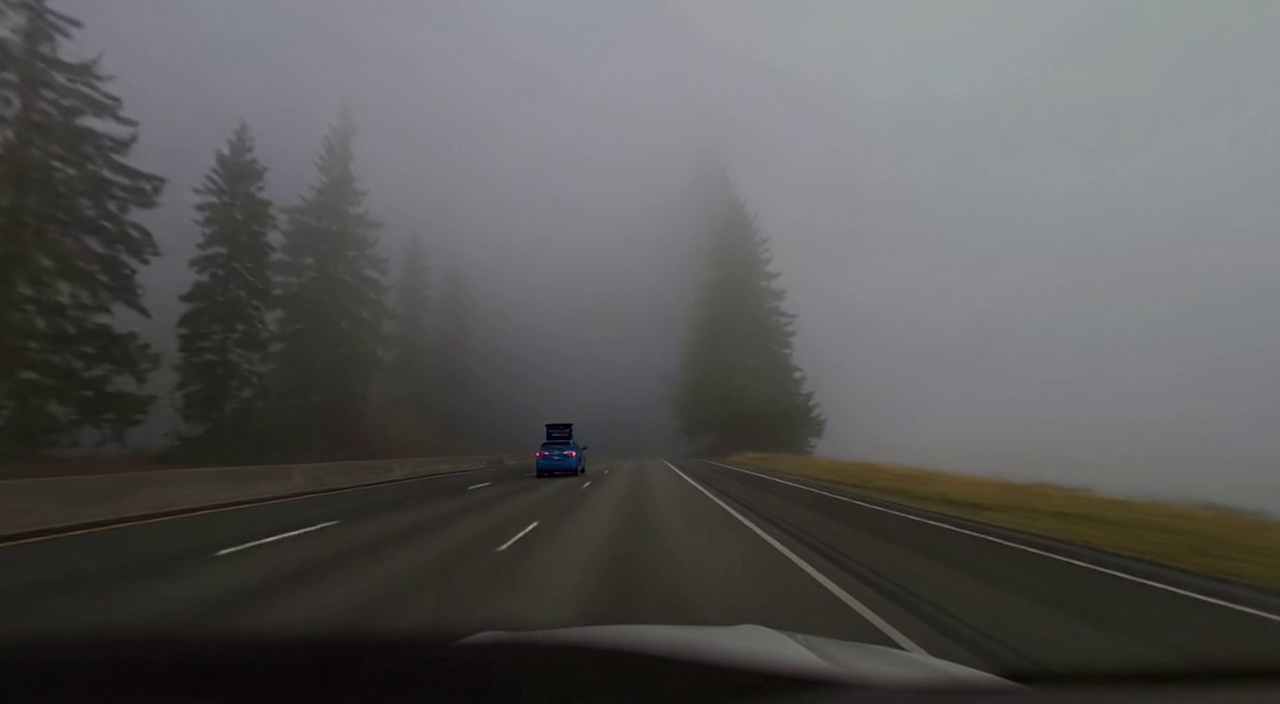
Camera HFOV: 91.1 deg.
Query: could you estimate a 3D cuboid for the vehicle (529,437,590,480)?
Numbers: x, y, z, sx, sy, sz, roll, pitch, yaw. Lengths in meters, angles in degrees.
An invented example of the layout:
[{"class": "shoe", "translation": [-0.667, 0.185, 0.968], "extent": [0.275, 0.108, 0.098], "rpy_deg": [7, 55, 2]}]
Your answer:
[{"class": "vehicle", "translation": [-3.505, 4.722, 28.231], "extent": [2.084, 1.752, 4.479], "rpy_deg": [0, -8, 1]}]
